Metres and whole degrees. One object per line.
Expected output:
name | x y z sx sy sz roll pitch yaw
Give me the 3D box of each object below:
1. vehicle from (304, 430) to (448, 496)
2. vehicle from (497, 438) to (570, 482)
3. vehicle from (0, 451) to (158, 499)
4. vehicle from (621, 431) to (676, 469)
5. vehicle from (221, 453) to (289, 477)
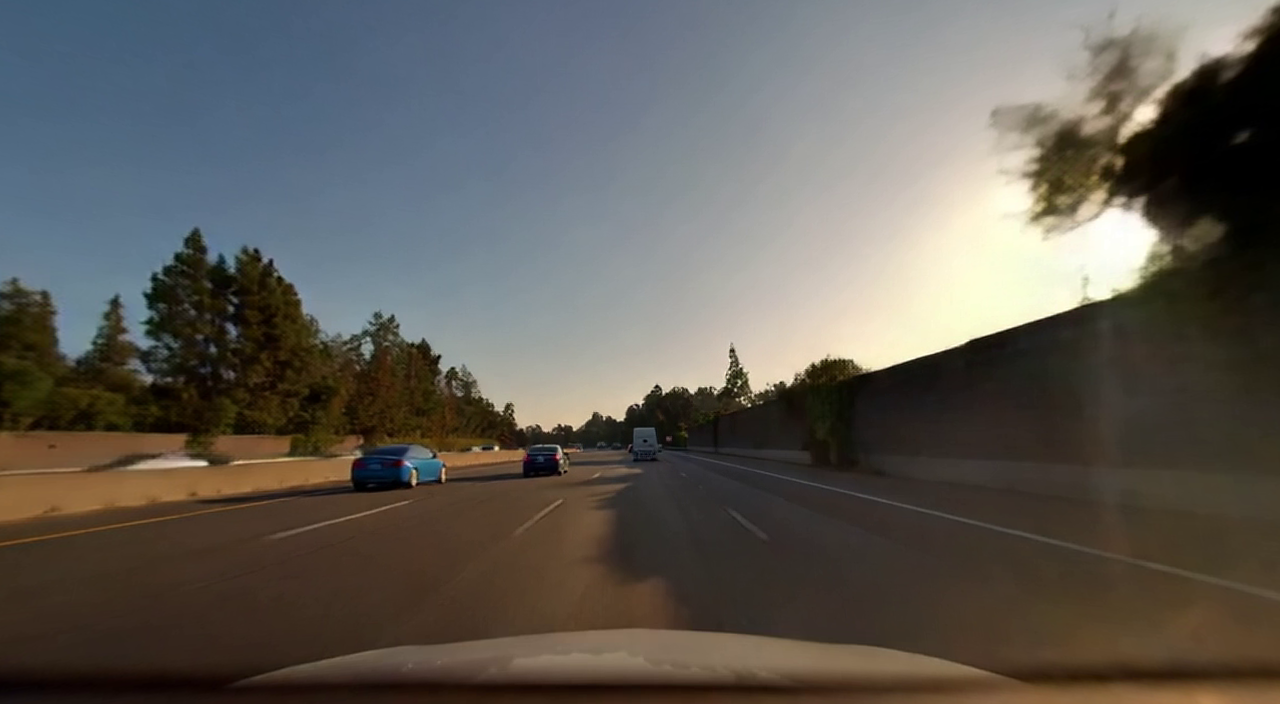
vehicle | -7.538 3.218 18.622 2.189 1.673 4.699 0 -8 0
vehicle | -3.961 4.089 24.164 2.000 1.512 4.371 0 -8 0
vehicle | -20.893 4.529 23.597 1.886 1.543 4.774 0 -8 0
vehicle | 0.422 5.528 35.572 2.856 1.994 4.931 0 -8 -1
vehicle | -27.881 8.188 45.781 1.864 1.548 4.753 0 -8 0
